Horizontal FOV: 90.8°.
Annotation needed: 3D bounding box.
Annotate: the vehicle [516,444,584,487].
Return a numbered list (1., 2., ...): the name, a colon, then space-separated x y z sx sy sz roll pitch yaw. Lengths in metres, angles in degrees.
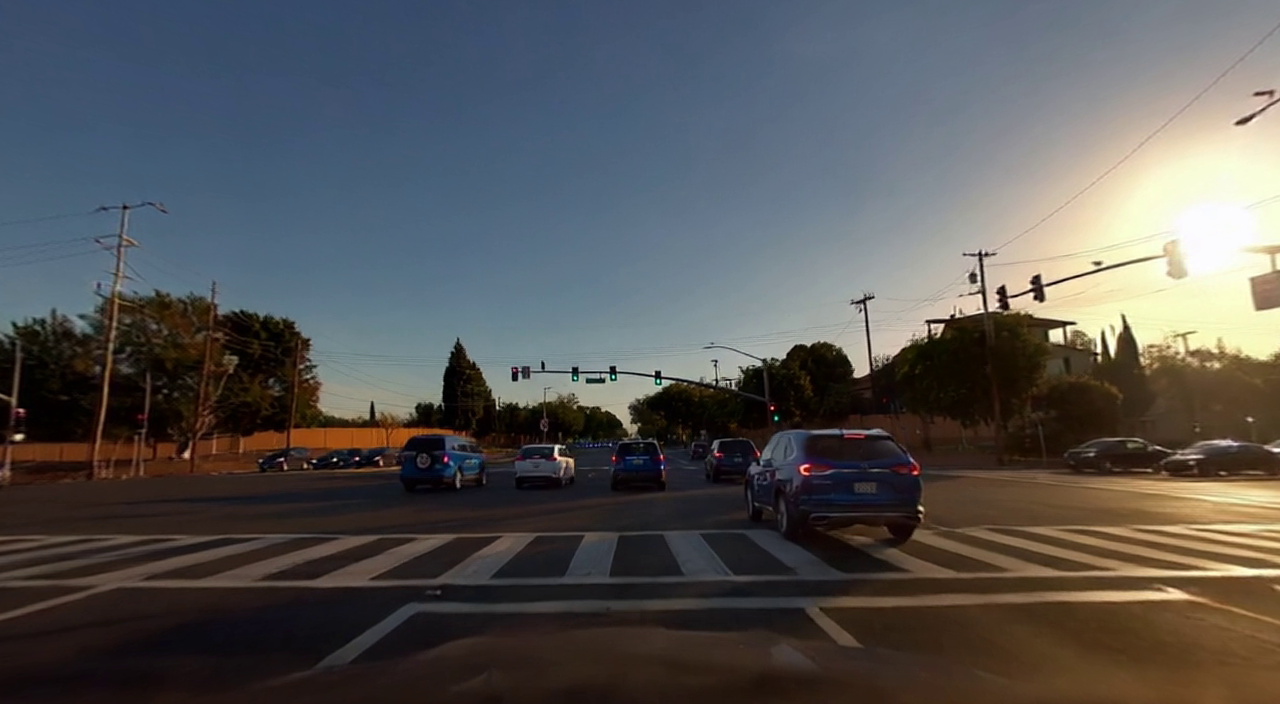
1. vehicle: -3.289 4.223 23.968 1.881 1.466 4.484 0 -8 1

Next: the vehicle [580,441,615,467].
1. vehicle: -2.830 6.969 43.323 1.939 1.652 4.268 0 -8 2

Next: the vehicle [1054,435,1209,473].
1. vehicle: 20.319 4.216 26.254 4.830 1.493 1.930 0 -9 -1

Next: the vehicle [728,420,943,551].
1. vehicle: 2.813 2.033 10.340 2.034 1.655 4.465 0 -8 -1

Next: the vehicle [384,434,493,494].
1. vehicle: -6.724 3.766 21.714 2.116 1.812 4.609 0 -8 1

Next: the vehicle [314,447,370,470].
1. vehicle: -21.567 7.719 45.910 1.891 1.577 4.238 0 -8 3

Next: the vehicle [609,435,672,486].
1. vehicle: 0.041 4.000 23.501 2.111 1.712 4.078 0 -8 1

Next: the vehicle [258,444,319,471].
1. vehicle: -24.930 7.466 45.021 1.889 1.814 4.086 0 -8 1
